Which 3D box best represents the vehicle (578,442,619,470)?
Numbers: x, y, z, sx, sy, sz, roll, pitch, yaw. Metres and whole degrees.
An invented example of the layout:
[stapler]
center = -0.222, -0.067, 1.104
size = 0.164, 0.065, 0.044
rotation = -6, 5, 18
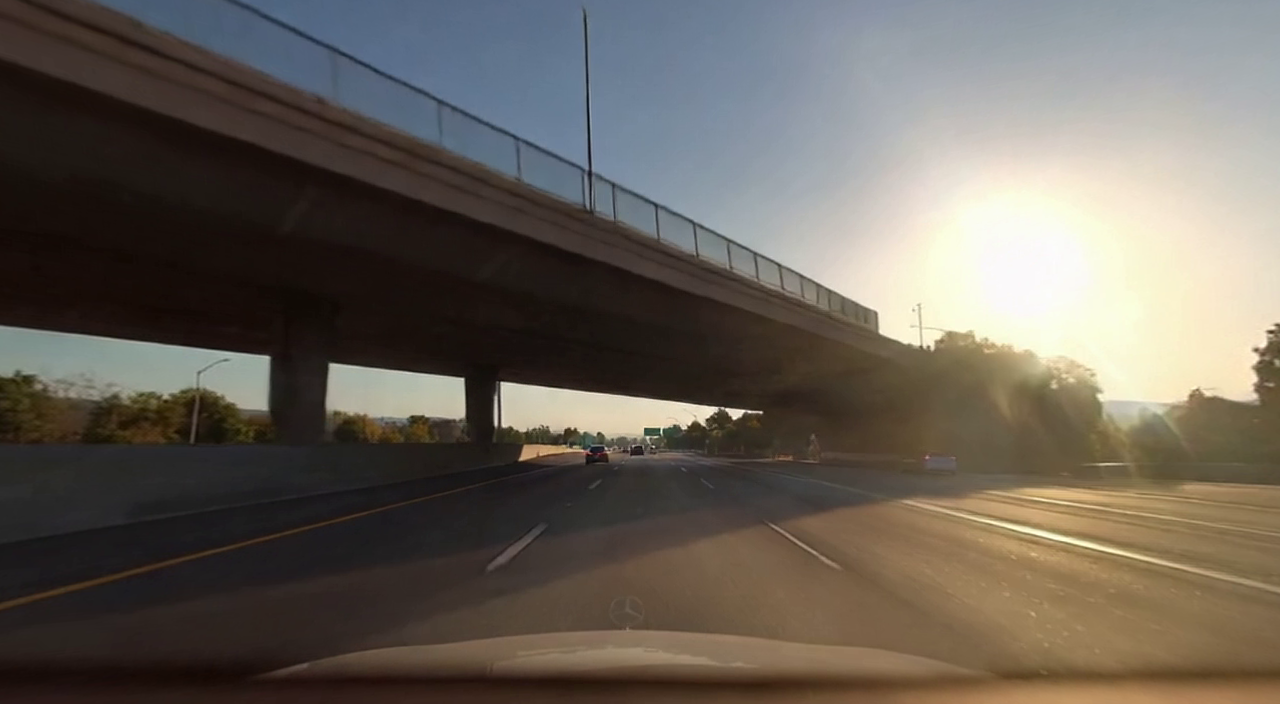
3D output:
[vehicle]
center = -2.405, 6.147, 37.464
size = 1.968, 1.504, 3.892
rotation = 0, -8, 3
